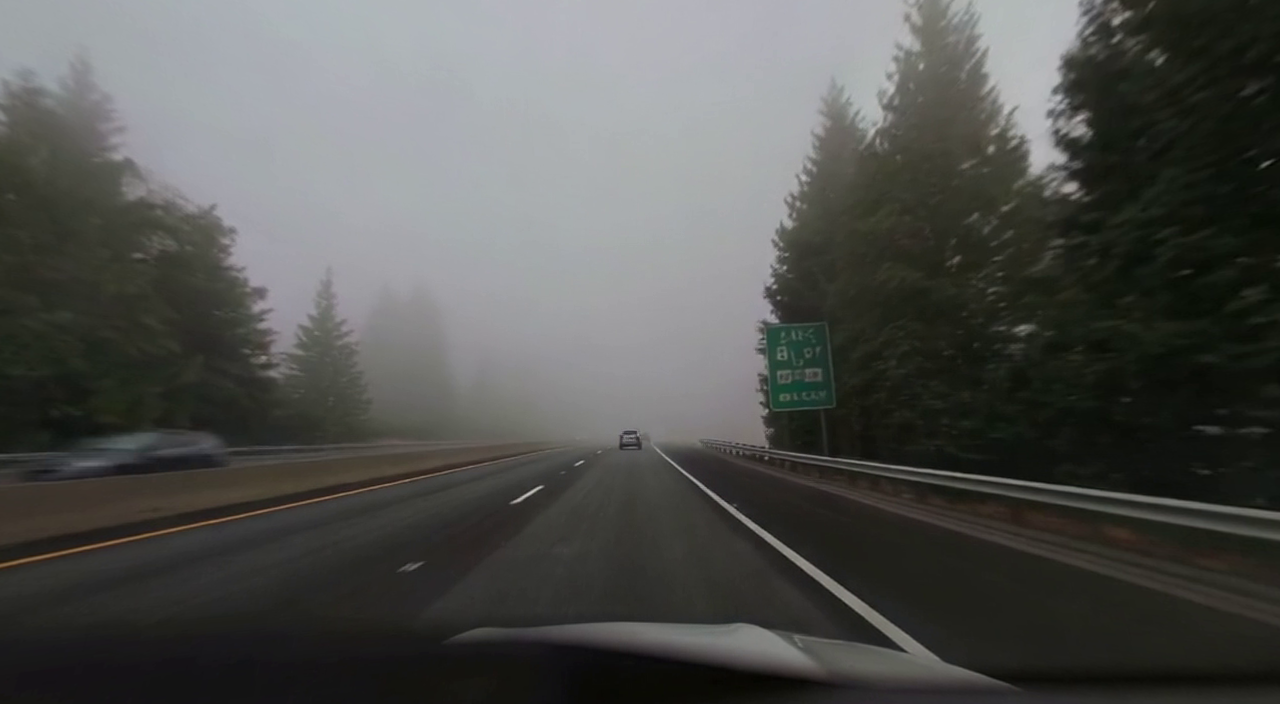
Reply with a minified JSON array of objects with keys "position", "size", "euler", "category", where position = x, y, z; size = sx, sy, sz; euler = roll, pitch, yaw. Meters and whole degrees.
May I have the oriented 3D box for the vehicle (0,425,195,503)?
[{"position":[-12.580,2.453,14.289],"size":[1.874,1.488,4.245],"euler":[0,-8,-1],"category":"vehicle"}]
